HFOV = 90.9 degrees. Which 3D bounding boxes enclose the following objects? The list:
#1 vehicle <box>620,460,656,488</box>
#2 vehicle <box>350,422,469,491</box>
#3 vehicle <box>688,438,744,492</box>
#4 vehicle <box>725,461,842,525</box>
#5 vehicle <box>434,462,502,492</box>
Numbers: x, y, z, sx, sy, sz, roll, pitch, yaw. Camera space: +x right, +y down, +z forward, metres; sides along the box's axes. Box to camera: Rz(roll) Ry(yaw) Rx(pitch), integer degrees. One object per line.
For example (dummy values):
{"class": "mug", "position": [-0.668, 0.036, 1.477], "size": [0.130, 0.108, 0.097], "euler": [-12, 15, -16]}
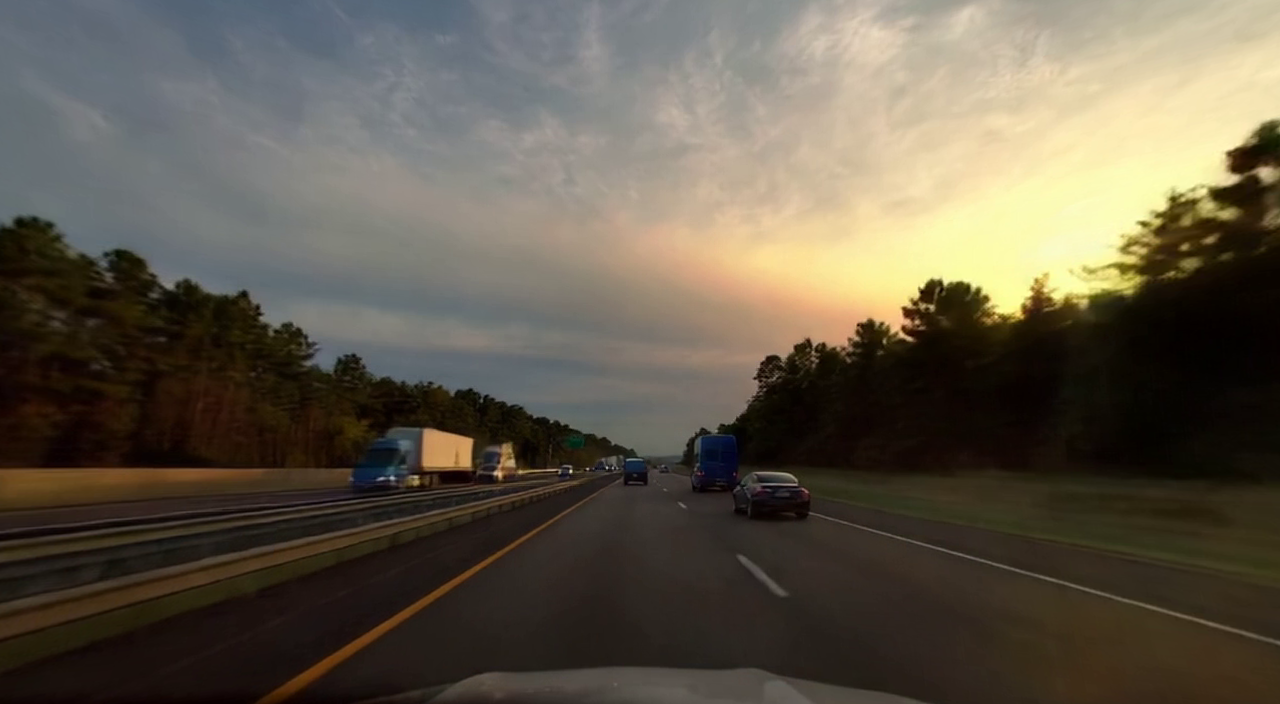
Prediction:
{"class": "vehicle", "position": [-0.107, 8.047, 41.591], "size": [2.212, 1.717, 4.452], "euler": [0, -10, 1]}
{"class": "vehicle", "position": [-13.417, 6.371, 37.986], "size": [3.347, 3.521, 9.713], "euler": [0, -10, 1]}
{"class": "vehicle", "position": [4.533, 6.949, 38.782], "size": [2.563, 2.975, 6.941], "euler": [1, -10, 0]}
{"class": "vehicle", "position": [3.882, 3.957, 18.105], "size": [2.073, 1.532, 4.969], "euler": [1, -10, -2]}
{"class": "vehicle", "position": [-9.297, 6.832, 34.585], "size": [2.180, 1.464, 5.054], "euler": [0, -10, 1]}
